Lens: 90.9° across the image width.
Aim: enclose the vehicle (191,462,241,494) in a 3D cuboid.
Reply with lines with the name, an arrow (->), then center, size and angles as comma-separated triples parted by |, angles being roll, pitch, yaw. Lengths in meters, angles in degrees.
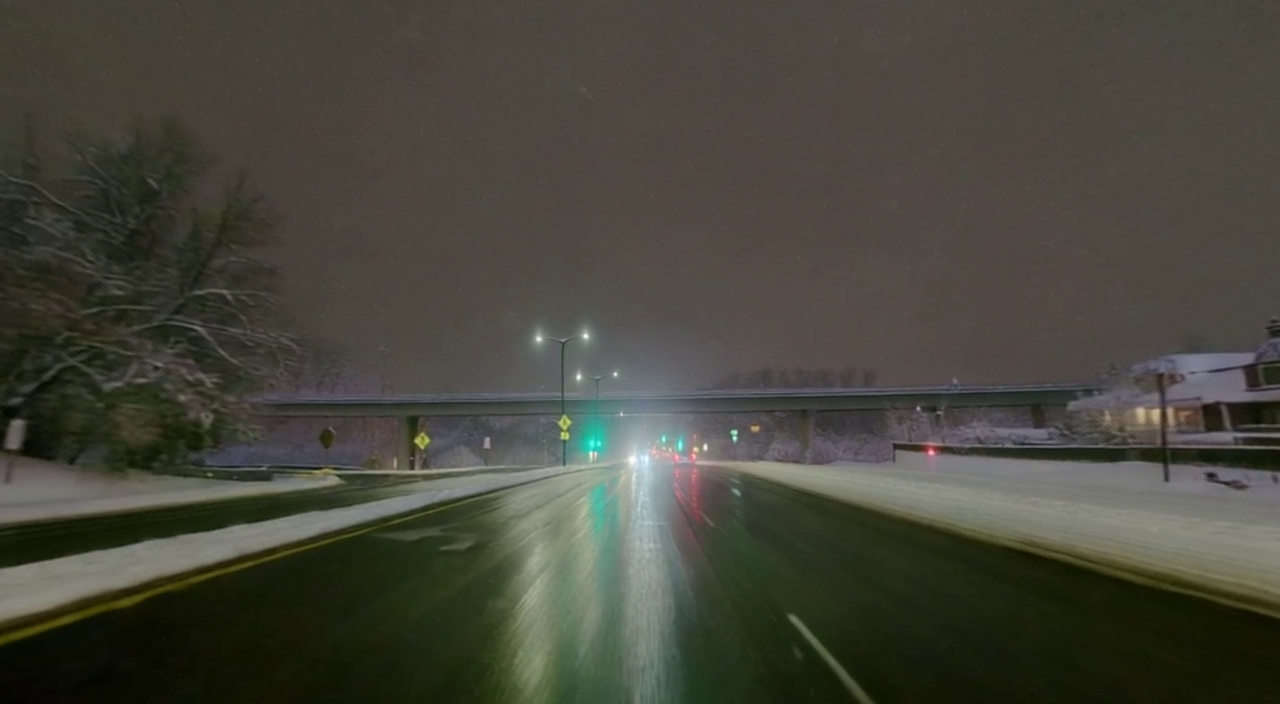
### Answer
vehicle -> -25.640, 7.598, 38.249 | 1.847, 1.698, 4.345 | 4, -10, -26
